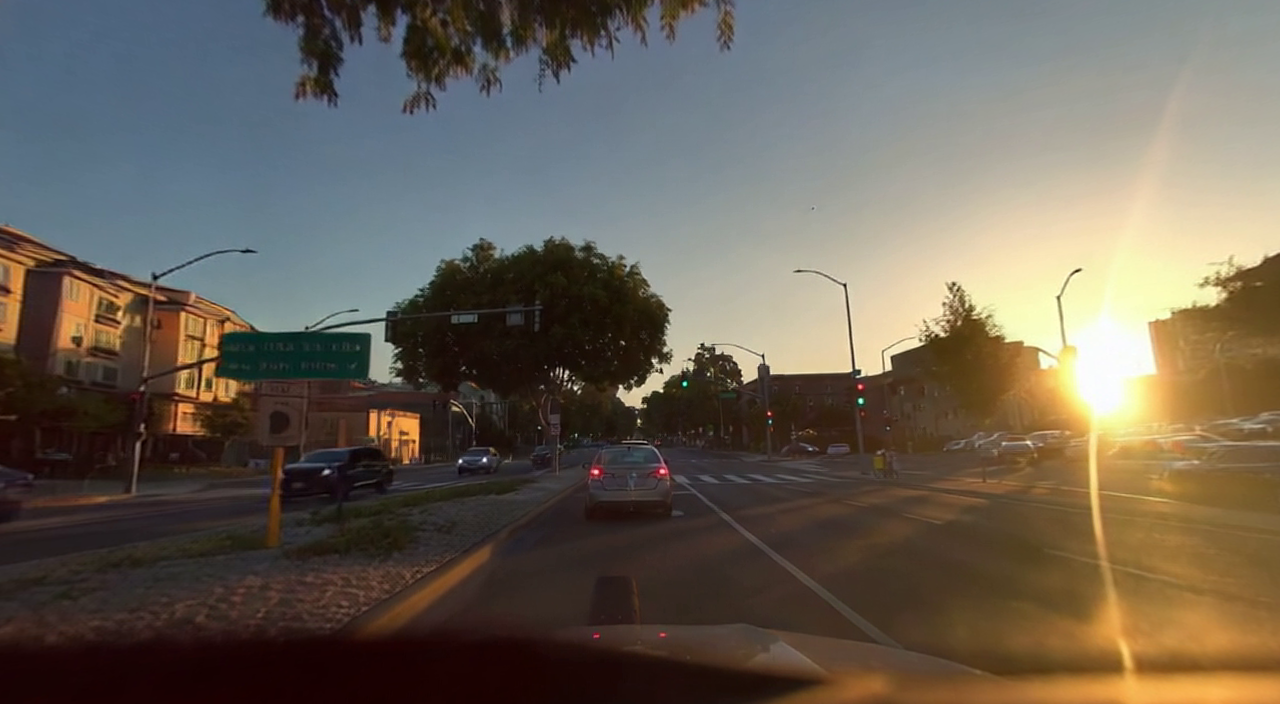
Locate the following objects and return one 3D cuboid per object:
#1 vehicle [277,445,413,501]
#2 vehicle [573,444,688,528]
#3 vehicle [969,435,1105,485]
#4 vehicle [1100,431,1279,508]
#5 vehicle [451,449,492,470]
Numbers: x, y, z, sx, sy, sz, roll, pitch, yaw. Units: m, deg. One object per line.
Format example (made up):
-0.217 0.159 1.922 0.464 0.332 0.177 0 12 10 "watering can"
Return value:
-8.711 3.588 19.127 1.994 1.474 4.411 0 -9 0 "vehicle"
-0.236 2.651 13.083 2.010 1.447 4.121 0 -9 -2 "vehicle"
13.078 3.566 21.069 1.887 1.504 3.898 0 -9 -2 "vehicle"
13.081 2.655 14.595 1.859 1.525 3.948 0 -9 1 "vehicle"
-12.386 7.929 46.521 1.904 1.475 4.068 0 -9 1 "vehicle"
